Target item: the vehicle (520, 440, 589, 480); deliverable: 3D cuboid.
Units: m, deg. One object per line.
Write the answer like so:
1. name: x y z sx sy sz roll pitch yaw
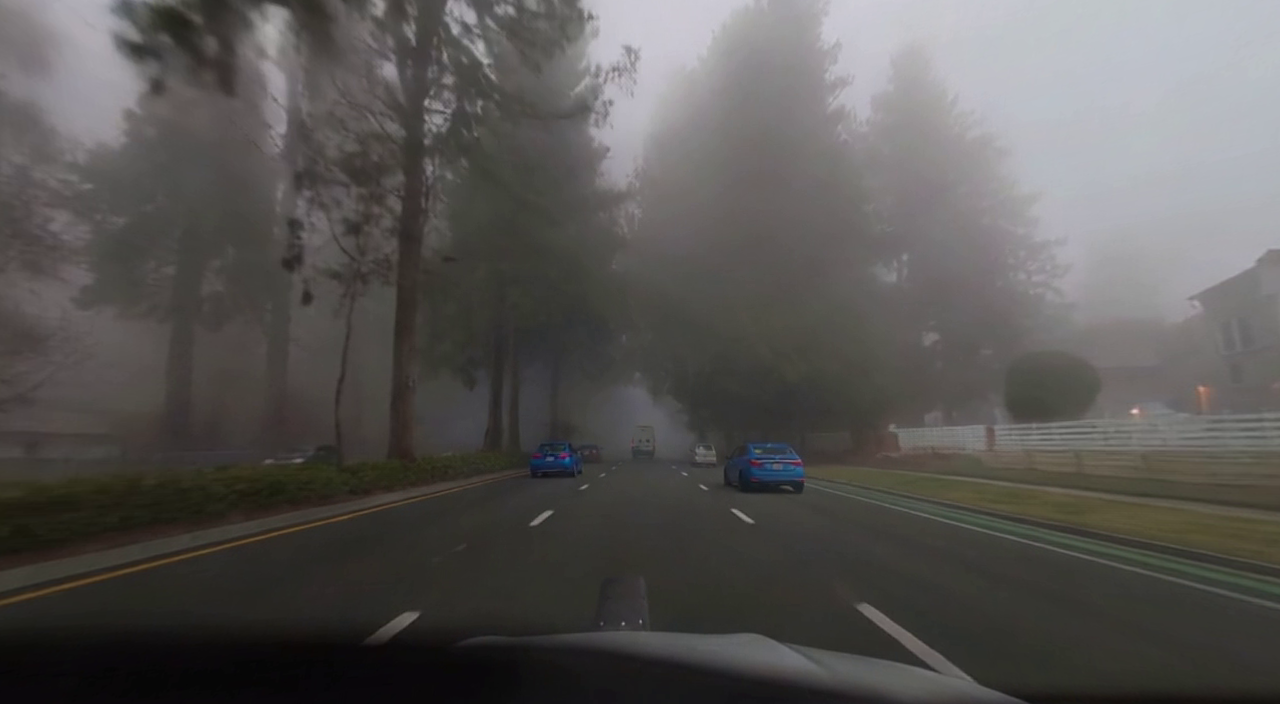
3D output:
1. vehicle: -3.340 4.312 25.423 2.036 1.474 4.647 0 -8 1

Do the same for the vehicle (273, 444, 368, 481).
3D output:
1. vehicle: -13.803 4.765 27.453 1.816 1.484 4.356 0 -8 0

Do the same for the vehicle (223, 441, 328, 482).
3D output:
1. vehicle: -17.647 5.293 30.735 2.107 1.796 5.011 0 -8 0

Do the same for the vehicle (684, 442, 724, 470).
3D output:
1. vehicle: 3.847 6.295 38.204 1.905 1.520 4.340 1 -8 -1

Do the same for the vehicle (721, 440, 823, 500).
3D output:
1. vehicle: 3.580 3.271 17.827 1.945 1.469 4.258 0 -8 0
